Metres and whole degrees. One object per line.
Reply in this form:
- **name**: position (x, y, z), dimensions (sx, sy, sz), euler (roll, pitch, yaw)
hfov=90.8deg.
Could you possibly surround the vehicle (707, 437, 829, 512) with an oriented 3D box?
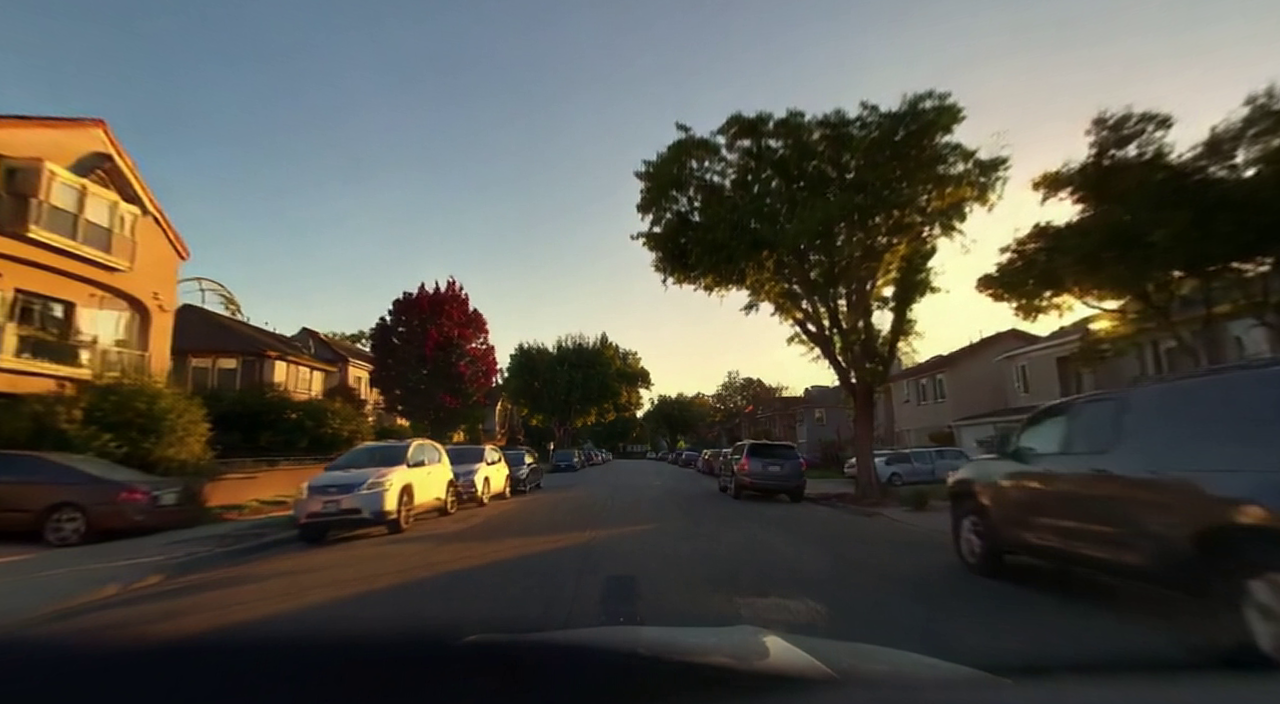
- **vehicle**: position (3.669, 3.636, 19.519), dimensions (2.415, 1.963, 5.688), euler (0, -8, -2)

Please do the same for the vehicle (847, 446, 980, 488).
- **vehicle**: position (10.485, 4.411, 24.442), dimensions (4.244, 1.479, 1.969), euler (1, -9, -3)

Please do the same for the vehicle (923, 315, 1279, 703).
- **vehicle**: position (5.008, 1.204, 5.464), dimensions (2.384, 2.317, 5.579), euler (0, -9, -1)

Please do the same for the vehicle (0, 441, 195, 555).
- **vehicle**: position (-9.616, 2.119, 9.539), dimensions (4.370, 1.509, 1.879), euler (0, -9, 2)

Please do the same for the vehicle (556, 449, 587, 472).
- **vehicle**: position (-5.009, 8.019, 46.701), dimensions (1.983, 1.579, 3.879), euler (1, -9, -2)

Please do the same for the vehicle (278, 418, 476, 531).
- **vehicle**: position (-4.881, 2.389, 12.594), dimensions (2.035, 1.822, 4.348), euler (1, -10, 0)
